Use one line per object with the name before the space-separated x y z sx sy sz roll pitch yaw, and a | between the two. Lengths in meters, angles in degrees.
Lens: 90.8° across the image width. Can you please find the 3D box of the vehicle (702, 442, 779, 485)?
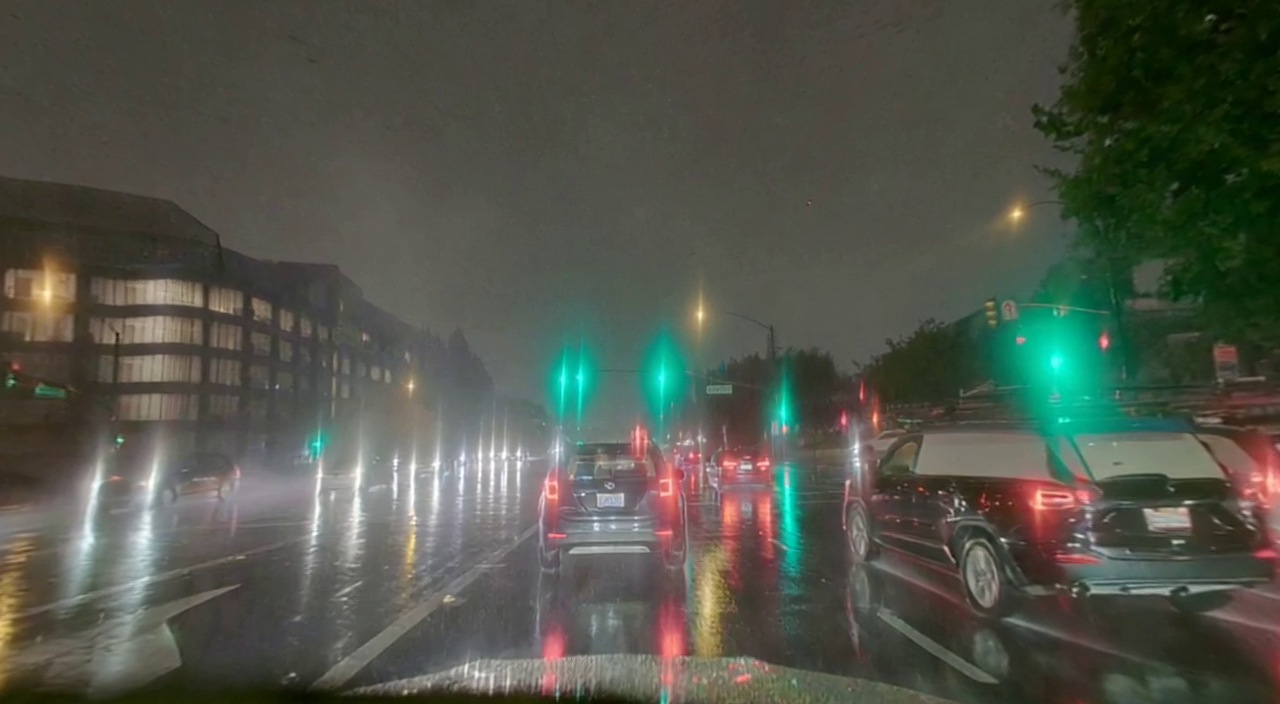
vehicle | 3.658 4.159 23.876 2.123 1.455 4.318 0 -8 -1

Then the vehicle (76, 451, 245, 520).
vehicle | -15.000 4.128 20.147 1.974 1.894 4.244 0 -8 1

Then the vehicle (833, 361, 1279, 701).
vehicle | 3.540 1.261 5.661 2.107 1.773 4.557 0 -8 -1

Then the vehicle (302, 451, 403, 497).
vehicle | -11.503 4.873 25.634 1.903 1.627 4.308 -1 -8 2

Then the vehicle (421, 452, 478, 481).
vehicle | -11.361 6.851 37.959 1.992 1.562 4.361 0 -8 1

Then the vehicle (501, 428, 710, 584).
vehicle | -0.337 1.795 8.195 2.034 1.500 3.966 0 -8 0
